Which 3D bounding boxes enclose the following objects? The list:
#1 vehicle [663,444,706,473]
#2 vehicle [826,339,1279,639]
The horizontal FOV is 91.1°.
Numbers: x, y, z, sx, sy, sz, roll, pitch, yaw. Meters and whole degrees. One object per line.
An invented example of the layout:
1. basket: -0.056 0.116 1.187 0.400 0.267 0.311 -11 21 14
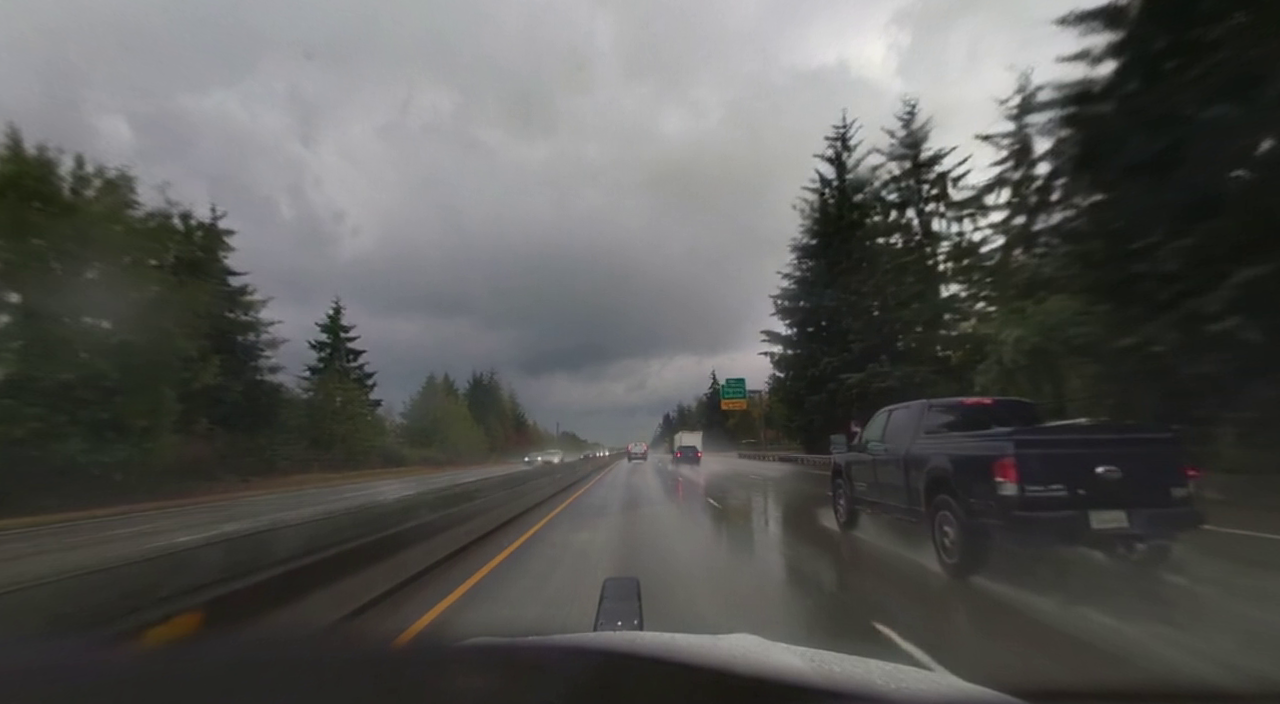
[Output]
1. vehicle: 2.632 6.475 38.488 2.123 1.620 4.959 0 -9 -1
2. vehicle: 3.715 1.243 6.548 1.981 1.984 4.623 0 -9 -2
